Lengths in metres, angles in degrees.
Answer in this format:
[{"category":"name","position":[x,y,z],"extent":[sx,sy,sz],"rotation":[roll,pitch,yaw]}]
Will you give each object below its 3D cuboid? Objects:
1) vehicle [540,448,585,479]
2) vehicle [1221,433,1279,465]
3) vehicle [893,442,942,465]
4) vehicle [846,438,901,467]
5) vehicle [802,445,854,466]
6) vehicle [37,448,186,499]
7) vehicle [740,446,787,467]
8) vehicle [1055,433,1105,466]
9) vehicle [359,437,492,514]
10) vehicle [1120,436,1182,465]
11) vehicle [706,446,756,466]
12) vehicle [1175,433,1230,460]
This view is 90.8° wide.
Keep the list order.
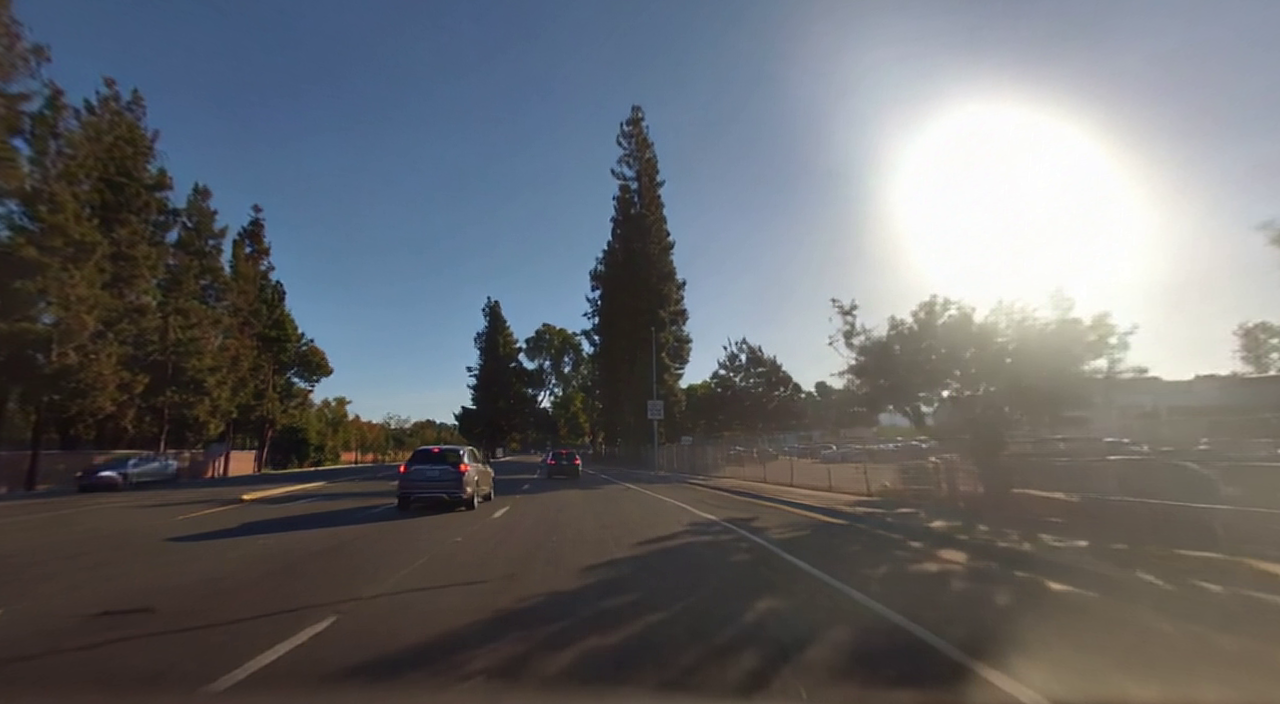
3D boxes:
[{"category":"vehicle","position":[-3.980,5.675,32.469],"extent":[2.147,1.474,4.083],"rotation":[1,-9,-7]},{"category":"vehicle","position":[30.756,4.822,31.499],"extent":[2.027,1.455,3.838],"rotation":[-6,-10,34]},{"category":"vehicle","position":[18.303,6.680,41.587],"extent":[1.934,1.423,4.008],"rotation":[-7,-11,37]},{"category":"vehicle","position":[16.113,6.892,43.448],"extent":[2.062,1.703,4.661],"rotation":[-11,-12,36]},{"category":"vehicle","position":[13.381,7.295,44.837],"extent":[2.048,1.392,4.562],"rotation":[-7,-11,36]},{"category":"vehicle","position":[-21.226,4.845,25.723],"extent":[2.214,1.844,4.822],"rotation":[1,-9,-6]},{"category":"vehicle","position":[9.325,7.836,47.592],"extent":[2.131,1.437,4.325],"rotation":[-5,-10,29]},{"category":"vehicle","position":[25.140,5.574,36.233],"extent":[1.942,1.726,5.194],"rotation":[-8,-11,32]},{"category":"vehicle","position":[-5.280,3.083,16.309],"extent":[2.105,1.676,4.541],"rotation":[0,-9,-4]},{"category":"vehicle","position":[27.462,5.310,34.083],"extent":[1.863,1.456,4.250],"rotation":[-5,-10,29]},{"category":"vehicle","position":[7.234,8.197,49.954],"extent":[2.041,1.459,4.830],"rotation":[-6,-10,33]},{"category":"vehicle","position":[38.534,6.515,43.406],"extent":[2.050,1.746,4.527],"rotation":[-5,-11,33]}]
